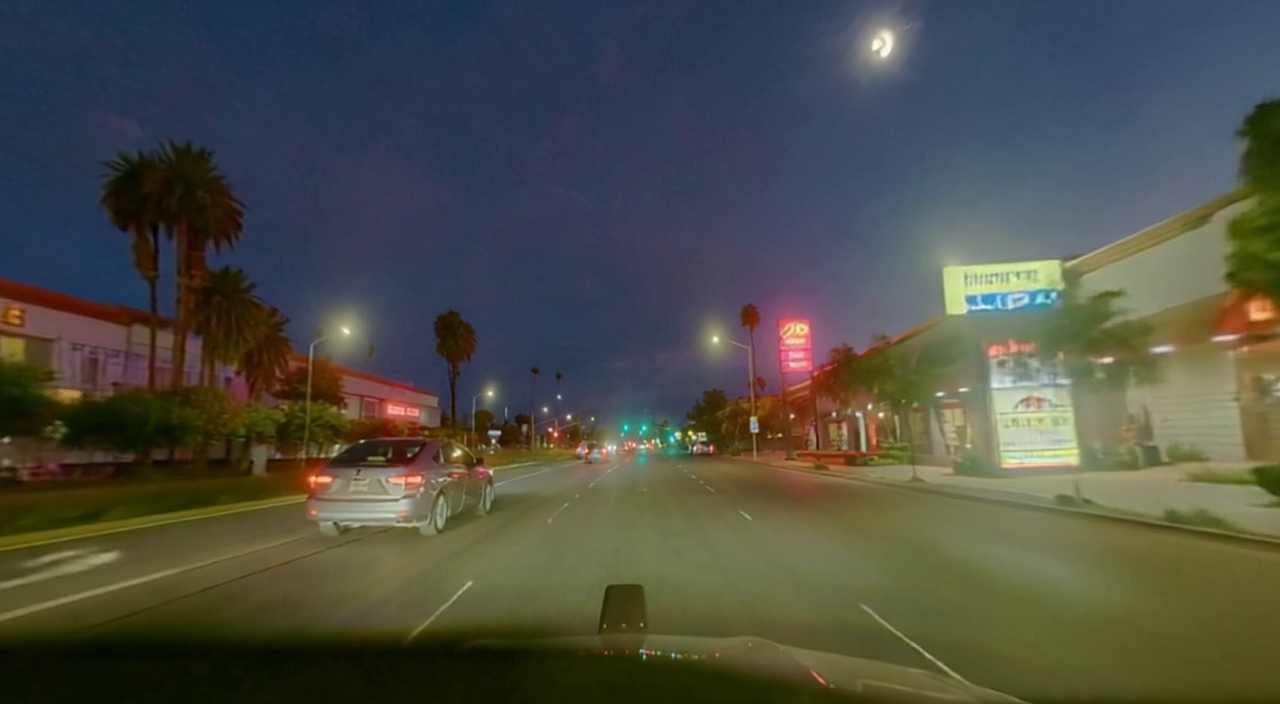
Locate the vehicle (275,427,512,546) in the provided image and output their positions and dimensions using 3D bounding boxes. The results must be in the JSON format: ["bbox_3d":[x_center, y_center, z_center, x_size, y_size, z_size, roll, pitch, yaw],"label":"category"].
[{"bbox_3d":[-3.653,2.072,10.422,2.032,1.511,4.424,-1,-8,2],"label":"vehicle"}]

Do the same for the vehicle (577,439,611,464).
[{"bbox_3d":[-3.201,7.015,44.525,2.024,1.636,4.121,0,-8,1],"label":"vehicle"}]
